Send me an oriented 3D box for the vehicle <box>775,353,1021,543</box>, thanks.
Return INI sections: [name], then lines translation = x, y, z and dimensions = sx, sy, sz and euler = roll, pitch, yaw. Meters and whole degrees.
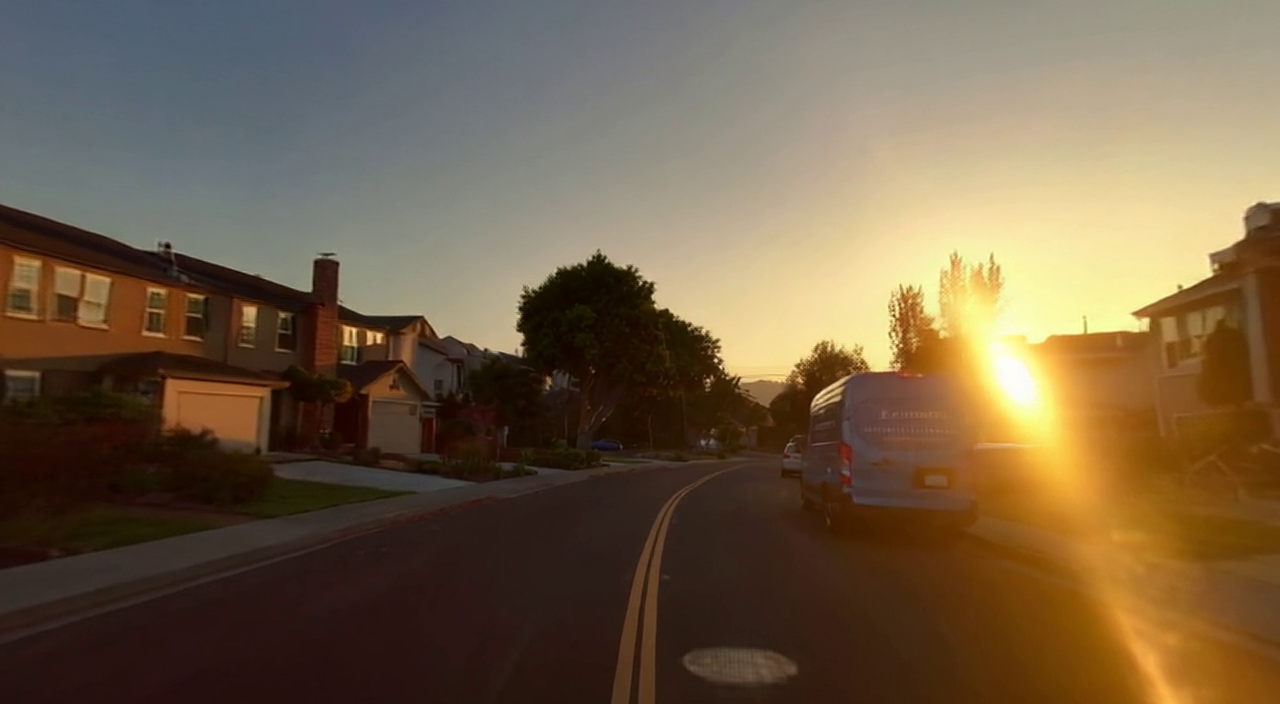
[vehicle]
translation = 4.377, 1.836, 12.322
dimensions = 2.684, 2.712, 6.197
euler = -1, -9, 6
